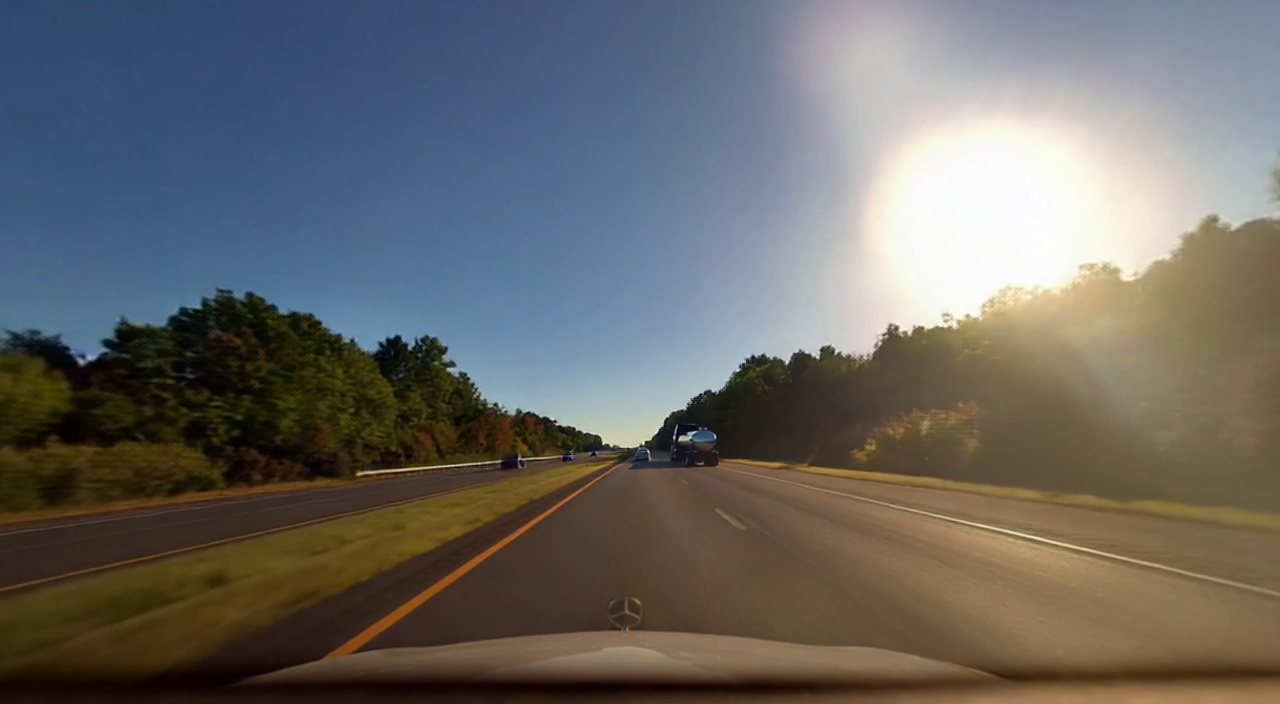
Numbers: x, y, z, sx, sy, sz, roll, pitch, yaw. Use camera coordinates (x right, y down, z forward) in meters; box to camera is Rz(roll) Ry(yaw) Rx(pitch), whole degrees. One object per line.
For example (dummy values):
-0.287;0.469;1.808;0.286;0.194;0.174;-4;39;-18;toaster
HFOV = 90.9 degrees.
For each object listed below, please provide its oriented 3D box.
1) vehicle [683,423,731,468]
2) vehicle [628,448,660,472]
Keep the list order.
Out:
4.892;7.037;47.274;2.718;3.034;7.395;0;-9;0;vehicle
0.227;6.749;39.443;1.926;1.386;3.615;0;-9;0;vehicle
